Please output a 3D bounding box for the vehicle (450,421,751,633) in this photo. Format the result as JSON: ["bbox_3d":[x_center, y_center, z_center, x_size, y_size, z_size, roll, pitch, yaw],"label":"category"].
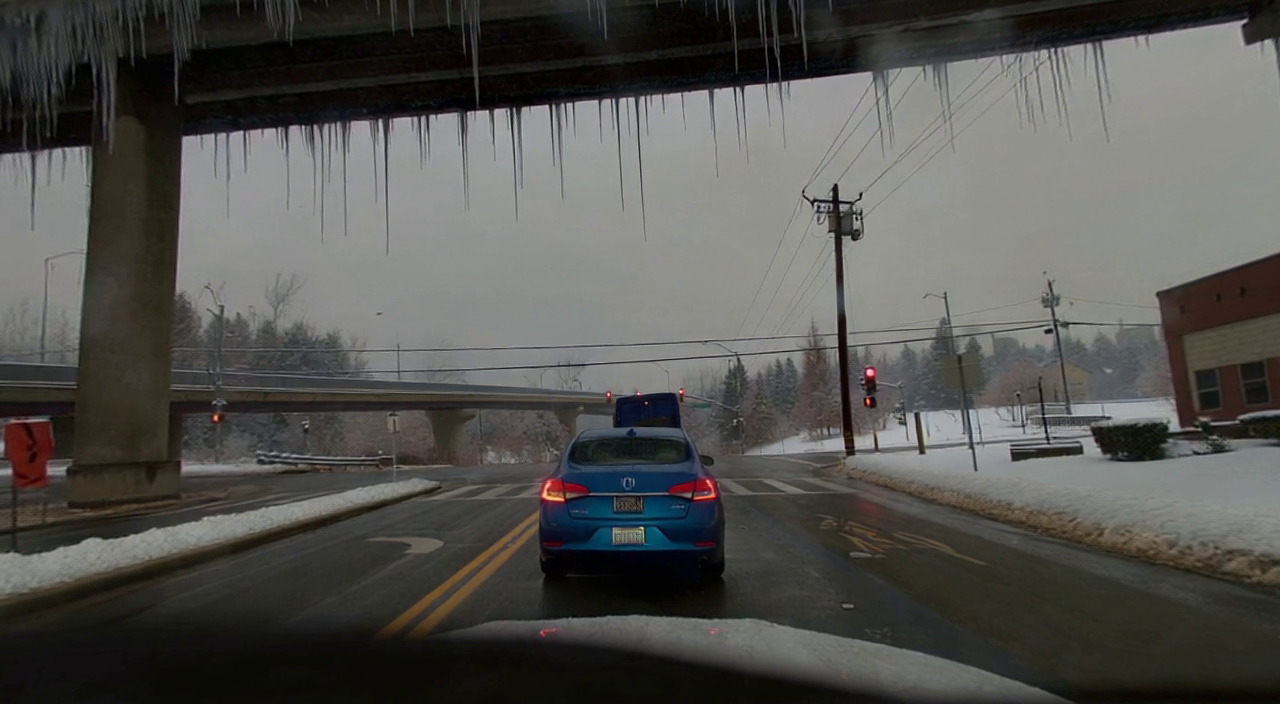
[{"bbox_3d":[-0.245,1.530,6.477,2.090,1.458,4.033,-1,-9,1],"label":"vehicle"}]
